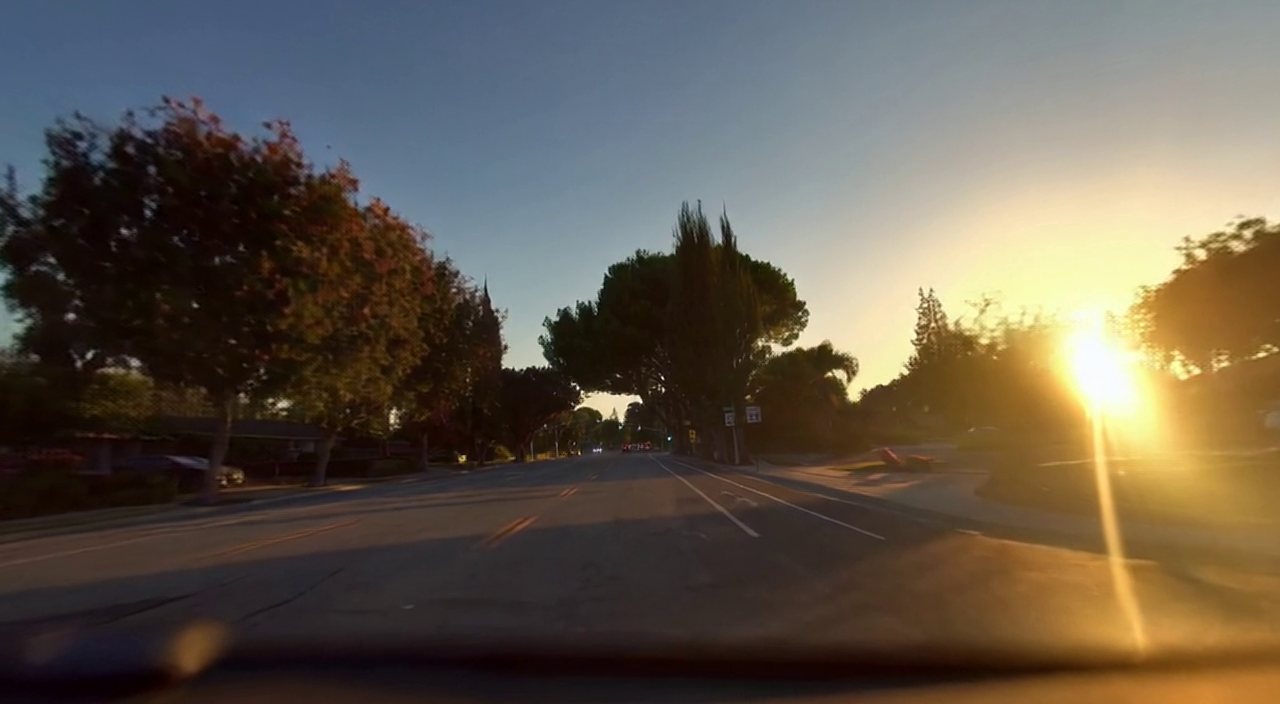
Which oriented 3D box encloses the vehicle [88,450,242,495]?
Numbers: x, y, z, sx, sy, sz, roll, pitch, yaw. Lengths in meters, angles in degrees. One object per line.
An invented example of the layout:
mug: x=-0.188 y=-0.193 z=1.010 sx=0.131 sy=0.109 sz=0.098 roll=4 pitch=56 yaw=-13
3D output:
vehicle: x=-20.254 y=5.140 z=27.142 sx=4.761 sy=1.812 sz=2.206 roll=0 pitch=-9 yaw=-1
